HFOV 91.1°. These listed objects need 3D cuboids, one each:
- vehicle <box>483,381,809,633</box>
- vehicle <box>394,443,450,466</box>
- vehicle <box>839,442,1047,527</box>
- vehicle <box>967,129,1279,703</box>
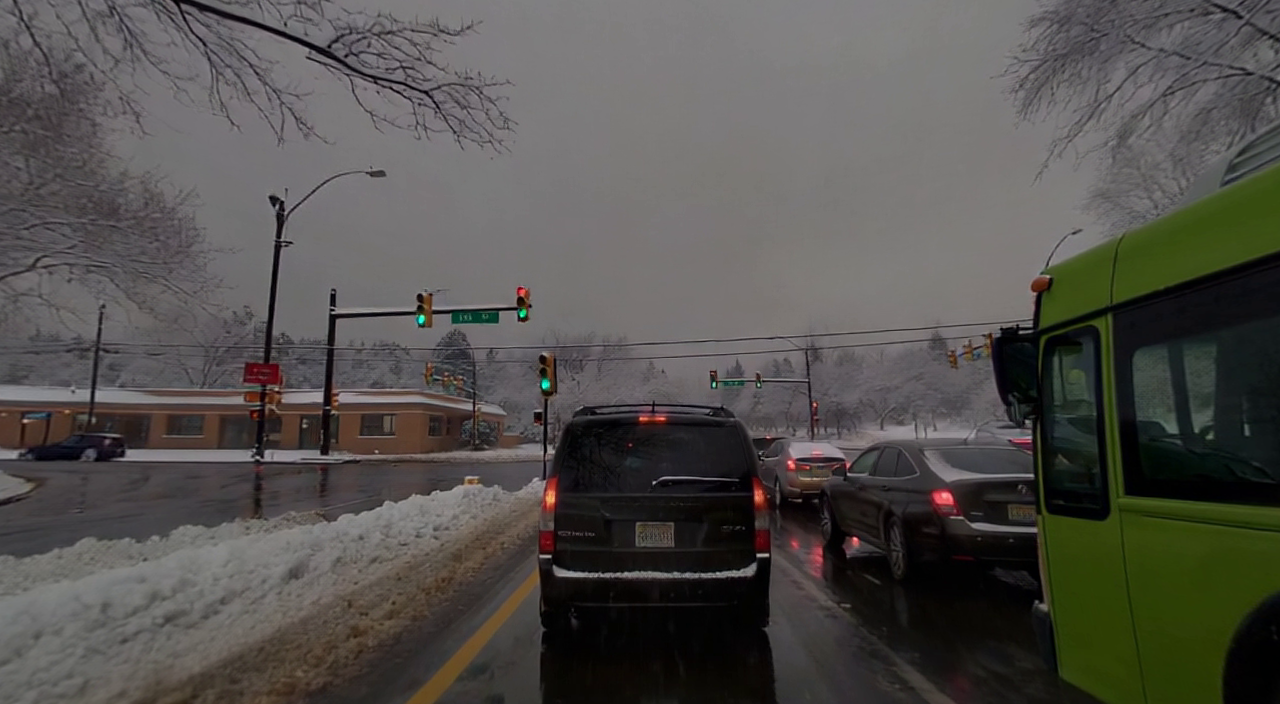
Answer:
[{"bbox_3d":[0.019,1.476,7.005,2.381,1.842,4.603,0,-8,-1],"label":"vehicle"},{"bbox_3d":[-17.216,8.044,49.528,4.097,1.720,1.924,-5,-10,31],"label":"vehicle"},{"bbox_3d":[5.990,2.640,13.219,1.987,1.457,4.675,0,-8,-1],"label":"vehicle"},{"bbox_3d":[2.617,0.318,0.422,2.037,2.065,5.037,0,-8,0],"label":"vehicle"}]
